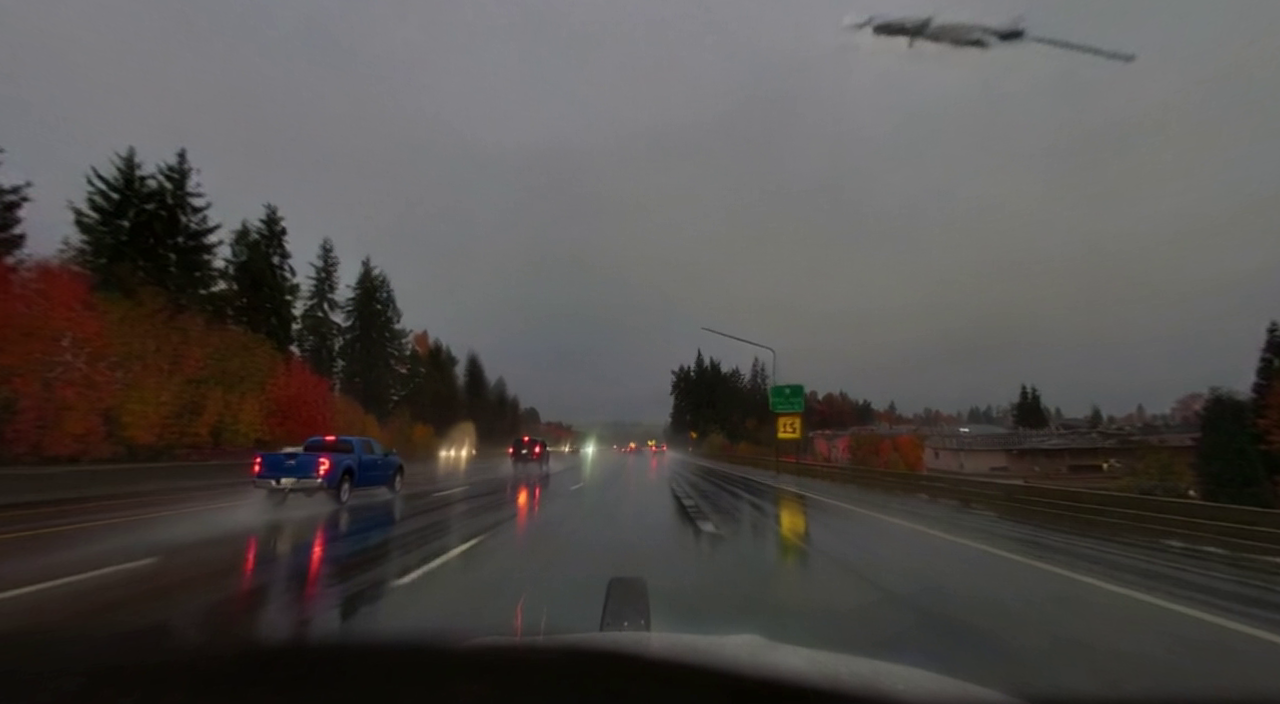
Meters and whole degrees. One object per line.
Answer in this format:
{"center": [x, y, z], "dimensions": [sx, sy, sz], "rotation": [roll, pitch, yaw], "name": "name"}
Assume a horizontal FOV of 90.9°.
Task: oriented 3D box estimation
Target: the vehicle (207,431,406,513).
{"center": [-7.320, 2.663, 14.544], "dimensions": [1.965, 1.567, 4.686], "rotation": [0, -8, 1], "name": "vehicle"}

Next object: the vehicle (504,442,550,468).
{"center": [-6.794, 6.223, 38.335], "dimensions": [1.919, 1.499, 4.234], "rotation": [0, -8, 2], "name": "vehicle"}
